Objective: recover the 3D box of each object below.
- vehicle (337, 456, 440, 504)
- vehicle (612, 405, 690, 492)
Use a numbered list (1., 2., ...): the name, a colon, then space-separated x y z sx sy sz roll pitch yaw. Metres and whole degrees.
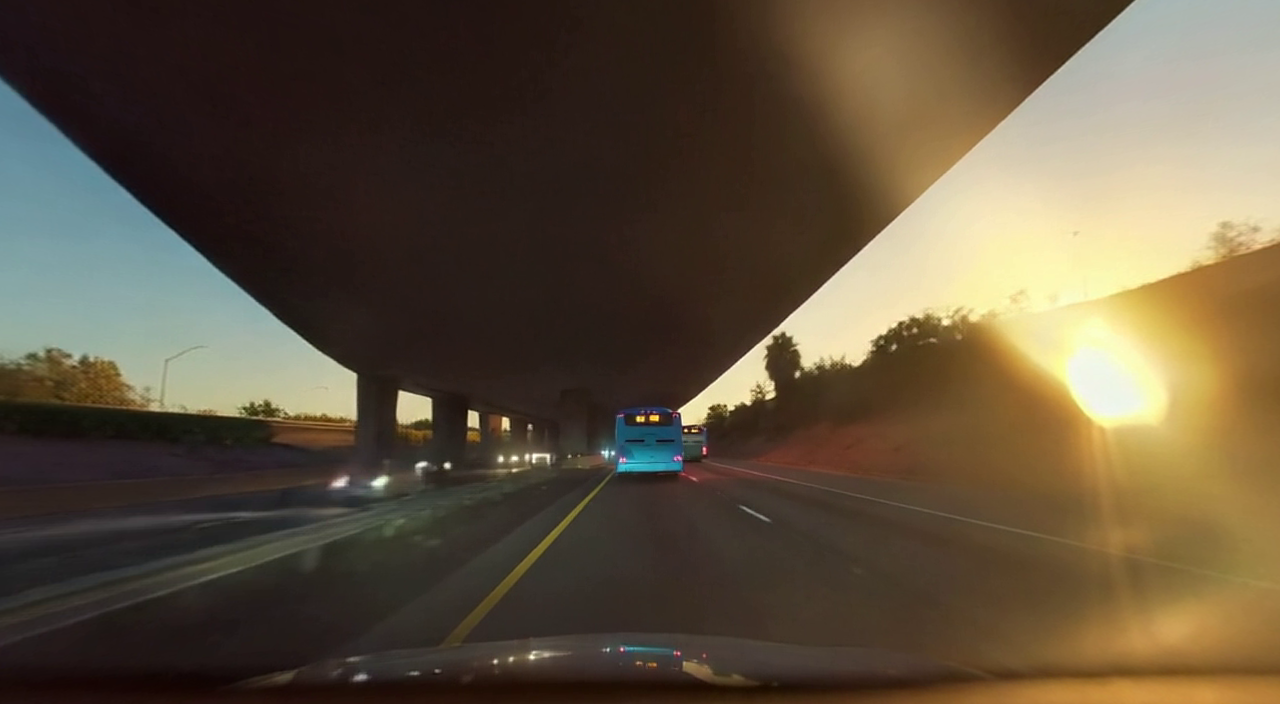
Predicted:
1. vehicle: -9.174 4.683 23.315 1.917 1.523 4.526 -1 -9 1
2. vehicle: 0.287 3.422 22.344 2.414 2.675 5.574 0 -9 -1
